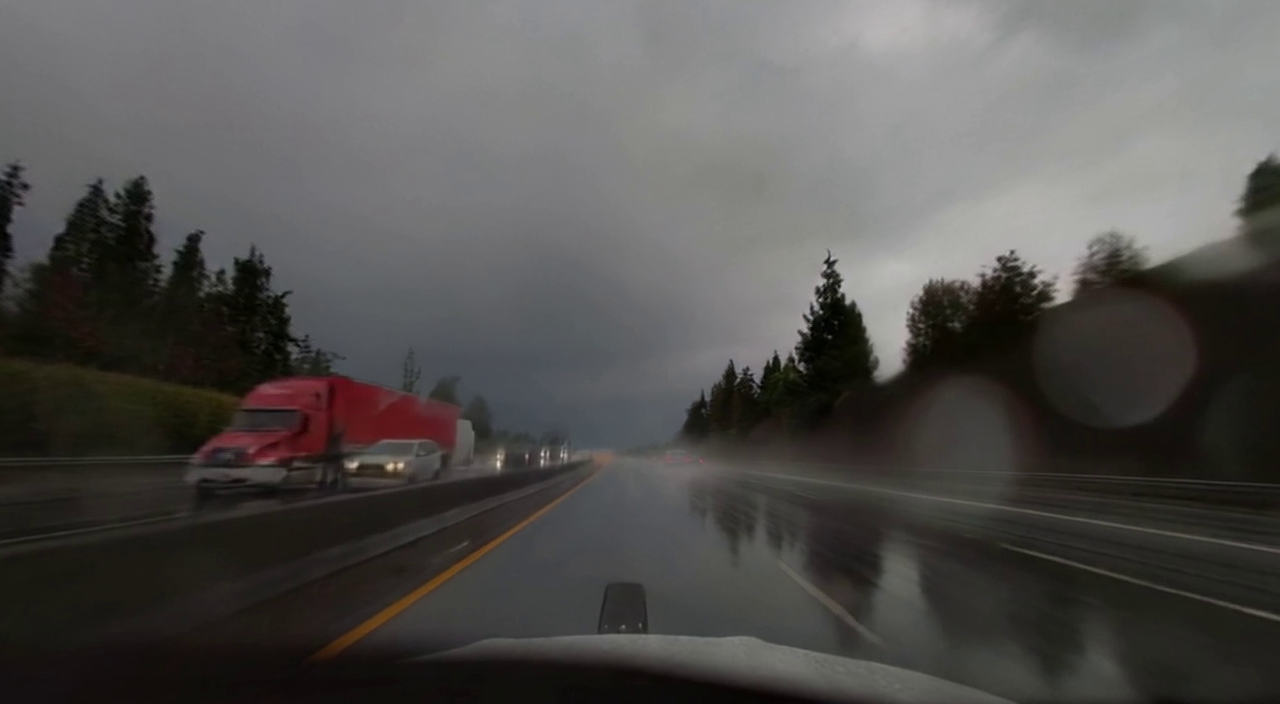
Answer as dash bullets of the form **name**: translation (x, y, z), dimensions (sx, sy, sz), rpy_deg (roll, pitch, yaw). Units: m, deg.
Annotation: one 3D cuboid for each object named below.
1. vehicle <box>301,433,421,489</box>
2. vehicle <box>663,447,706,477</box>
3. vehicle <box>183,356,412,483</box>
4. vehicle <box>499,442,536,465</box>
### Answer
- **vehicle**: translation (-8.023, 3.171, 18.520), dimensions (1.830, 1.438, 3.678), rpy_deg (0, -9, -1)
- **vehicle**: translation (2.514, 6.384, 36.688), dimensions (2.111, 1.599, 3.859), rpy_deg (0, -9, -1)
- **vehicle**: translation (-12.593, 2.942, 25.101), dimensions (2.947, 3.956, 11.078), rpy_deg (0, -9, -1)
- **vehicle**: translation (-8.783, 7.291, 45.398), dimensions (1.965, 1.566, 4.141), rpy_deg (0, -9, -2)
